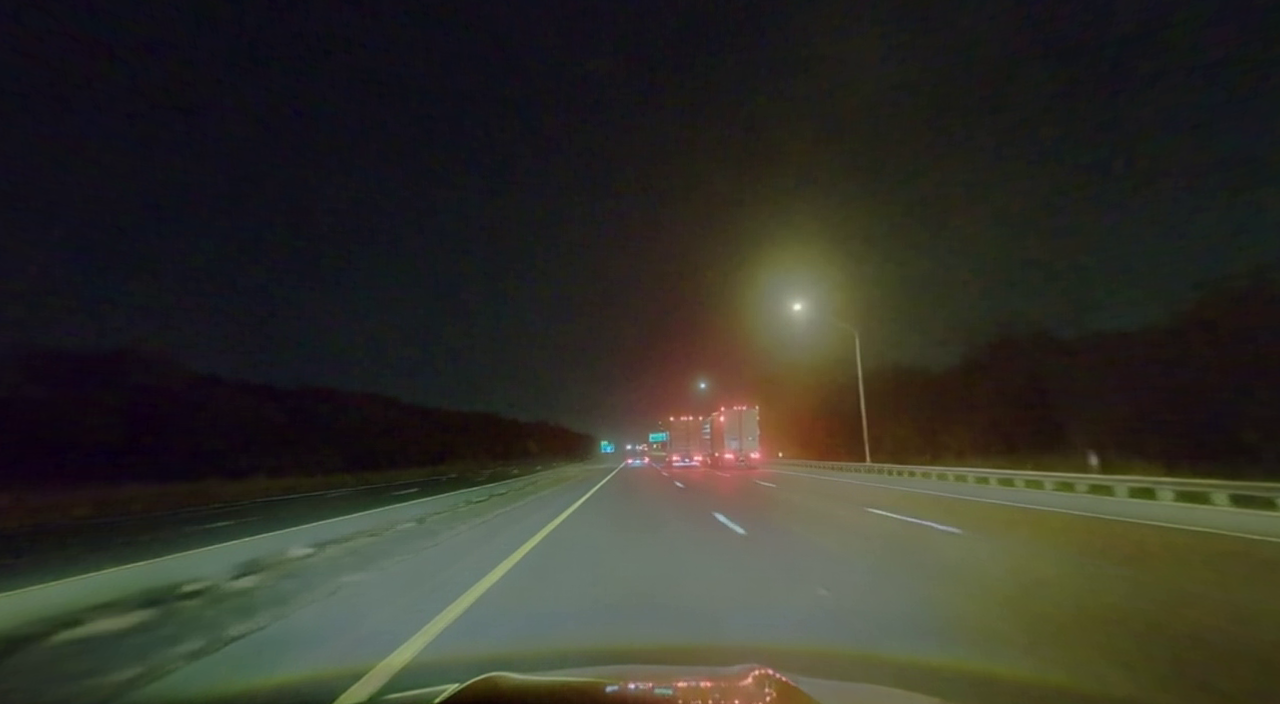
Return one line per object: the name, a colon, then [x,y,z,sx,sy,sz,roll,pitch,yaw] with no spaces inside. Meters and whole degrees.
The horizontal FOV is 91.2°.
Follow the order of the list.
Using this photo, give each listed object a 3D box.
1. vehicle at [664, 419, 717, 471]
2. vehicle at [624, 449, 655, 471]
vehicle: [3.482,6.745,45.218,2.859,3.332,7.735,0,-9,-2]
vehicle: [-0.072,7.749,44.992,2.083,1.473,3.923,0,-9,-1]
